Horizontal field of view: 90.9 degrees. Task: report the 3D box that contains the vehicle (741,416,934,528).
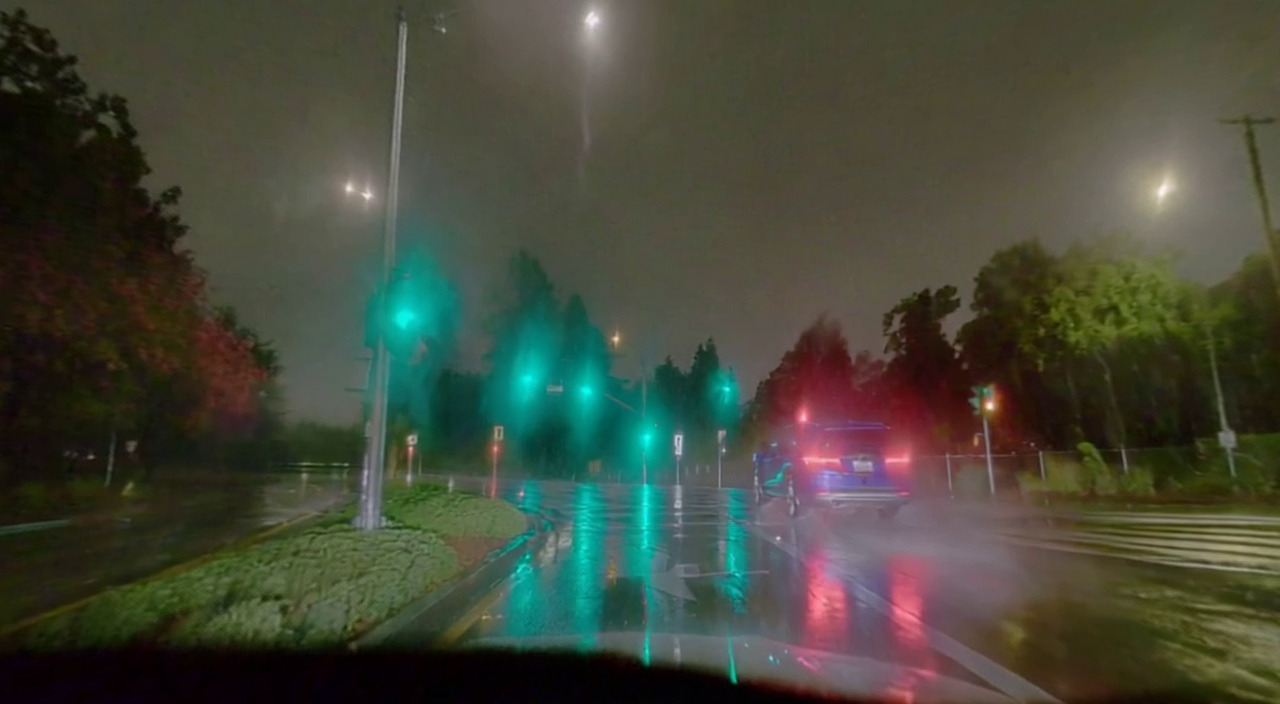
[{"bbox_3d":[3.614,2.323,12.772,2.284,1.788,4.871,0,-9,-1],"label":"vehicle"}]
